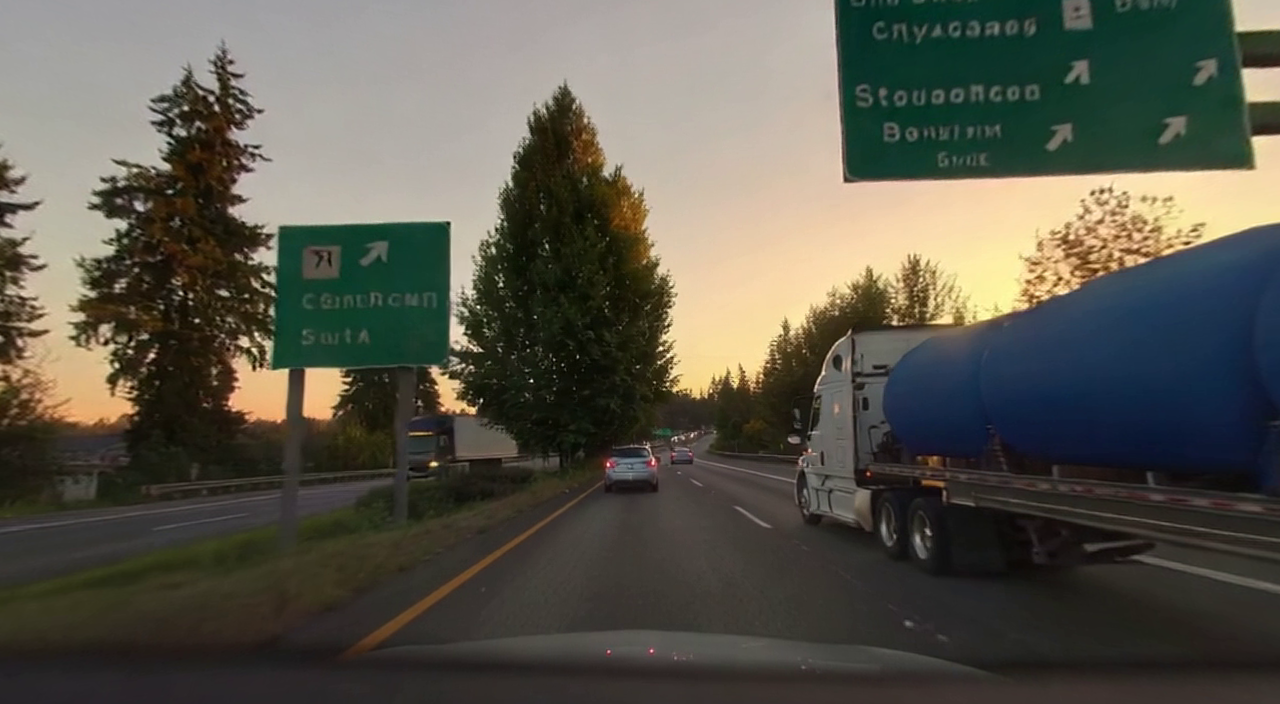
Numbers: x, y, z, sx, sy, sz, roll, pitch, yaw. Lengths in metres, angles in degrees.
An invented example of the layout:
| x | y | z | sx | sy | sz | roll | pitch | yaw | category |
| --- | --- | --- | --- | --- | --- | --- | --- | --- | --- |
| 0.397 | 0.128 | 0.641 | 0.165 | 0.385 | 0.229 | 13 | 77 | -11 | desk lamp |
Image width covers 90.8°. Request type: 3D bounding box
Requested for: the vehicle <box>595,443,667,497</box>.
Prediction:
| x | y | z | sx | sy | sz | roll | pitch | yaw | category |
| --- | --- | --- | --- | --- | --- | --- | --- | --- | --- |
| -0.243 | 3.622 | 19.627 | 2.003 | 1.490 | 3.636 | 0 | -9 | 0 | vehicle |

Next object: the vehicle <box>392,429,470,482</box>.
| x | y | z | sx | sy | sz | roll | pitch | yaw | category |
| --- | --- | --- | --- | --- | --- | --- | --- | --- | --- |
| -12.124 | 6.024 | 37.240 | 2.375 | 2.798 | 6.597 | -1 | -8 | 0 | vehicle |

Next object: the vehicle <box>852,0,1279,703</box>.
| x | y | z | sx | sy | sz | roll | pitch | yaw | category |
| --- | --- | --- | --- | --- | --- | --- | --- | --- | --- |
| 3.928 | -0.159 | 1.655 | 2.694 | 3.453 | 11.641 | 0 | -9 | 0 | vehicle |
